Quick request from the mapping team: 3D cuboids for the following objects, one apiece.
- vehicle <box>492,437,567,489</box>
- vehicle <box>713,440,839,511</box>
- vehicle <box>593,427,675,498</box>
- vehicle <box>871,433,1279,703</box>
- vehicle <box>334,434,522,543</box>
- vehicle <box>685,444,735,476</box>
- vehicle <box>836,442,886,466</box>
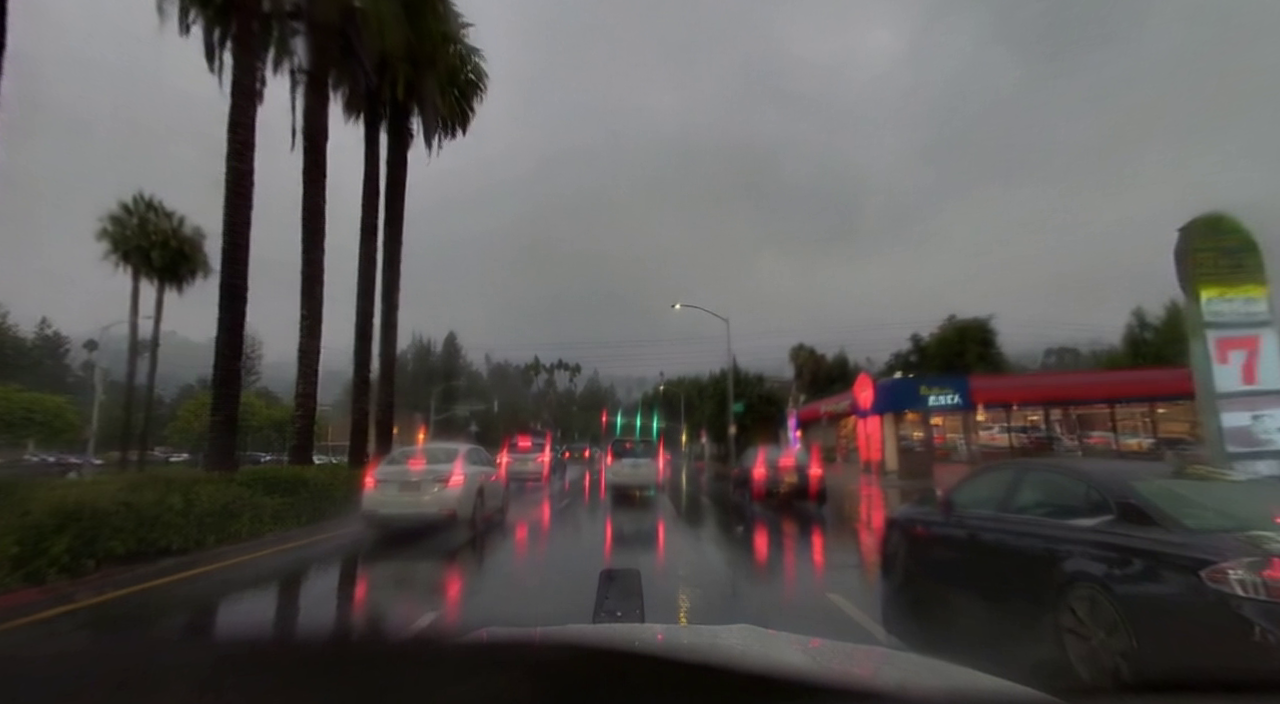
[{"bbox_3d":[-3.845,3.938,22.710,1.932,1.695,4.235,0,-8,0],"label":"vehicle"},{"bbox_3d":[3.168,2.972,15.740,1.977,1.480,4.589,0,-8,-2],"label":"vehicle"},{"bbox_3d":[-0.156,3.246,18.834,2.164,1.867,4.254,0,-8,0],"label":"vehicle"},{"bbox_3d":[3.599,1.402,4.901,1.867,1.448,4.436,0,-8,-1],"label":"vehicle"},{"bbox_3d":[-3.347,2.209,10.898,1.864,1.505,4.202,0,-8,-1],"label":"vehicle"},{"bbox_3d":[3.374,5.307,31.150,1.880,1.476,3.932,0,-8,-2],"label":"vehicle"},{"bbox_3d":[13.741,6.365,39.338,1.833,1.392,3.588,0,-8,0],"label":"vehicle"}]
